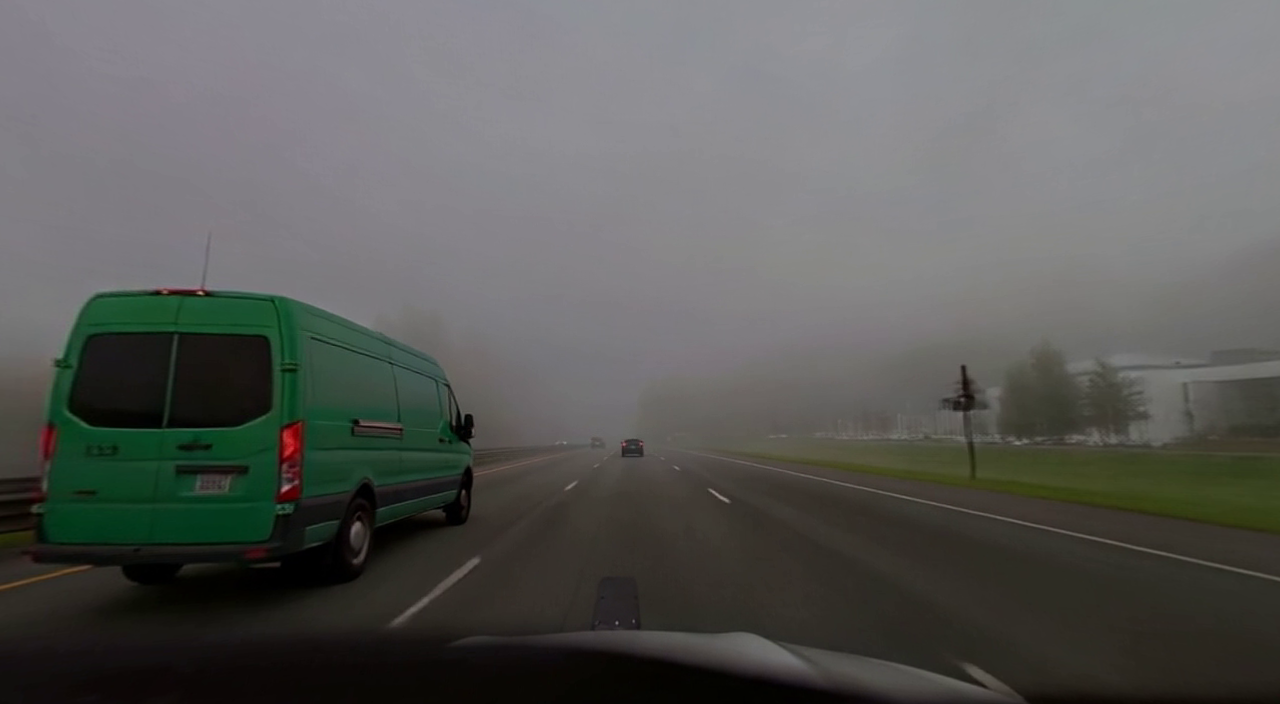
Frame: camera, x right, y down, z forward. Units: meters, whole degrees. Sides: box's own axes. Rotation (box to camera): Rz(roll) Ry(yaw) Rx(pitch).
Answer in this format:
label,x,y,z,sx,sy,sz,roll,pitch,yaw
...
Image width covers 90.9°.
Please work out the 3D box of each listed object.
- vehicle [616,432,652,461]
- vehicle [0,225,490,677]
label,x,y,z,sx,sy,sz,roll,pitch,yaw
vehicle,-0.398,5.727,38.332,2.104,1.646,4.176,0,-8,-1
vehicle,-3.410,0.907,6.529,2.424,2.577,5.828,0,-8,-2
